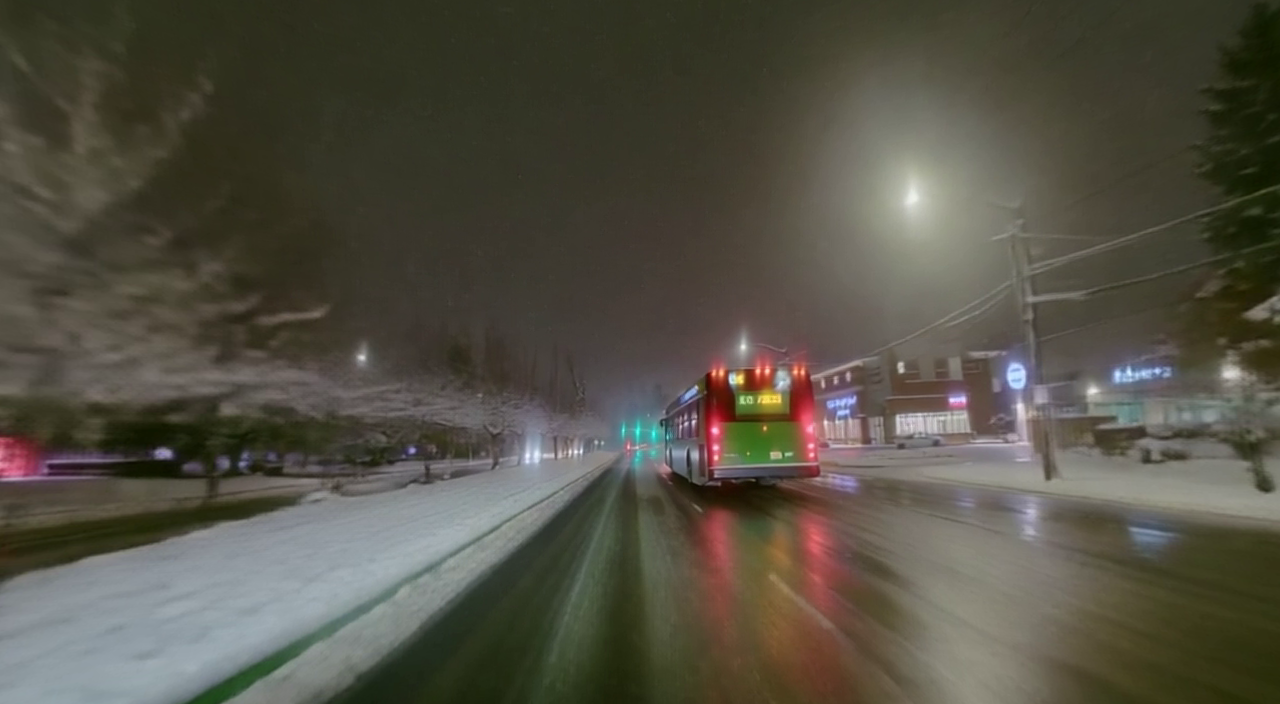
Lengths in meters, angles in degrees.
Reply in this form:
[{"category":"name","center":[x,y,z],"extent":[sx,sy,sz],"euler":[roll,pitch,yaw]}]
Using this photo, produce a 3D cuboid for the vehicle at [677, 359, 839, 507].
[{"category":"vehicle","center":[2.907,2.478,18.808],"extent":[2.766,3.306,9.281],"euler":[0,-8,-2]}]
